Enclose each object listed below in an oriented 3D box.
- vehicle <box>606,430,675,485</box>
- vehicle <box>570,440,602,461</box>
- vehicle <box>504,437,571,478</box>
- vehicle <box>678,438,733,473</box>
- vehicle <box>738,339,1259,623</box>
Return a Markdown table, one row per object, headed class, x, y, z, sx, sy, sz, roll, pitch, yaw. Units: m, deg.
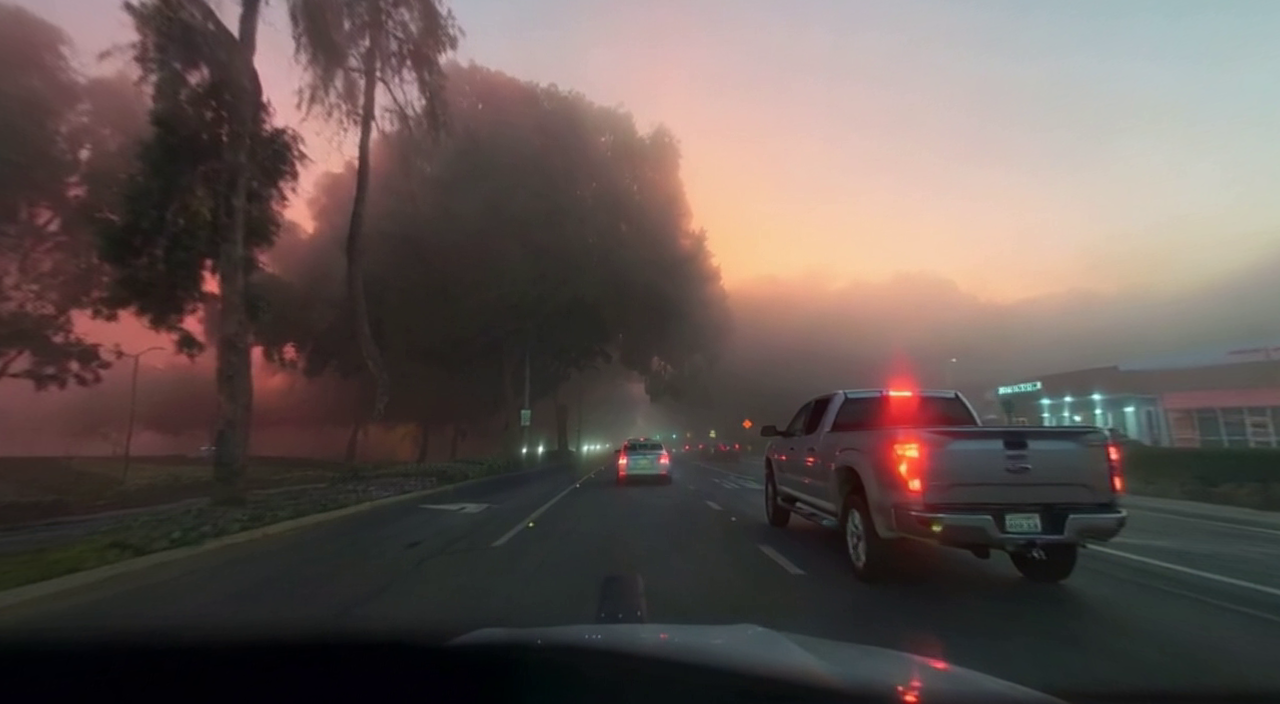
| class | x | y | z | sx | sy | sz | roll | pitch | yaw |
| --- | --- | --- | --- | --- | --- | --- | --- | --- | --- |
| vehicle | -0.039 | 3.552 | 21.468 | 2.145 | 1.650 | 4.021 | 0 | -8 | -2 |
| vehicle | -4.030 | 7.495 | 47.838 | 1.959 | 1.482 | 4.701 | 0 | -9 | 0 |
| vehicle | -3.993 | 4.197 | 25.259 | 1.960 | 1.475 | 4.161 | 0 | -8 | 0 |
| vehicle | 2.981 | 4.808 | 29.460 | 1.970 | 1.464 | 4.249 | 0 | -8 | -2 |
| vehicle | 3.137 | 1.378 | 7.761 | 2.731 | 2.101 | 6.047 | 0 | -8 | -2 |
